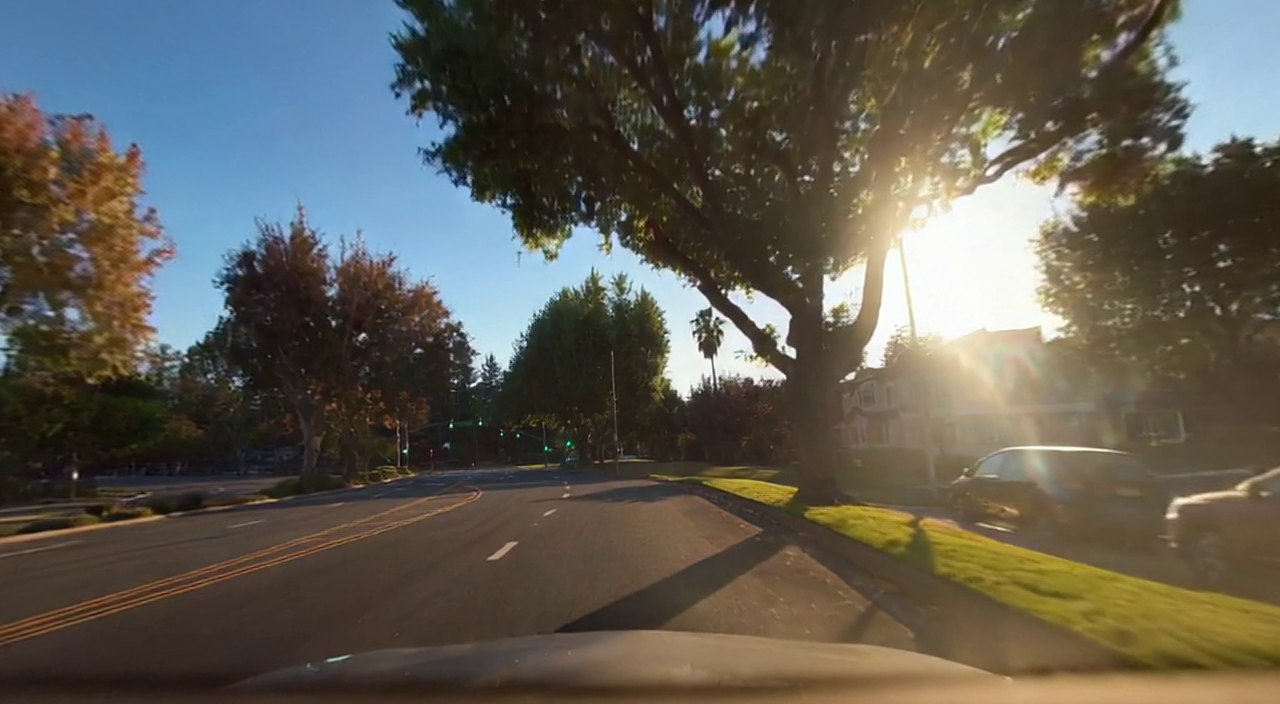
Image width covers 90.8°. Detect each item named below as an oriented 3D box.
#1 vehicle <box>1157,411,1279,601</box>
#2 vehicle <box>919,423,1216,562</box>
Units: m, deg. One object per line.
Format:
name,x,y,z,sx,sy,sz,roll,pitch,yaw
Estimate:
vehicle,7.560,1.405,5.381,2.193,1.872,4.684,-3,-7,-1
vehicle,7.697,2.545,12.364,2.456,2.057,5.270,-3,-8,6
